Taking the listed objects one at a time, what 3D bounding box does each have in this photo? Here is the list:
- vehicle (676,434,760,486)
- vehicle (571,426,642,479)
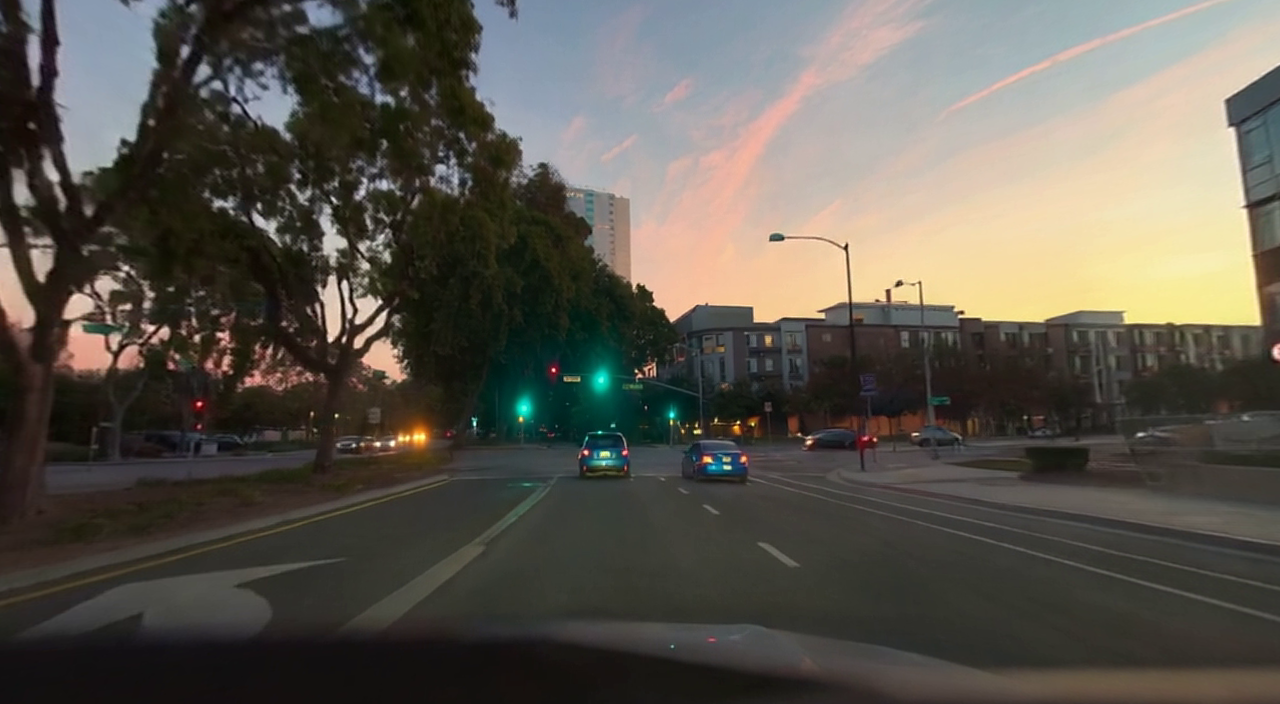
[{"bbox_3d":[2.420,3.512,20.790,1.918,1.479,4.468,1,-9,-3],"label":"vehicle"},{"bbox_3d":[-1.286,3.610,22.714,2.317,1.713,4.231,1,-9,-5],"label":"vehicle"}]
